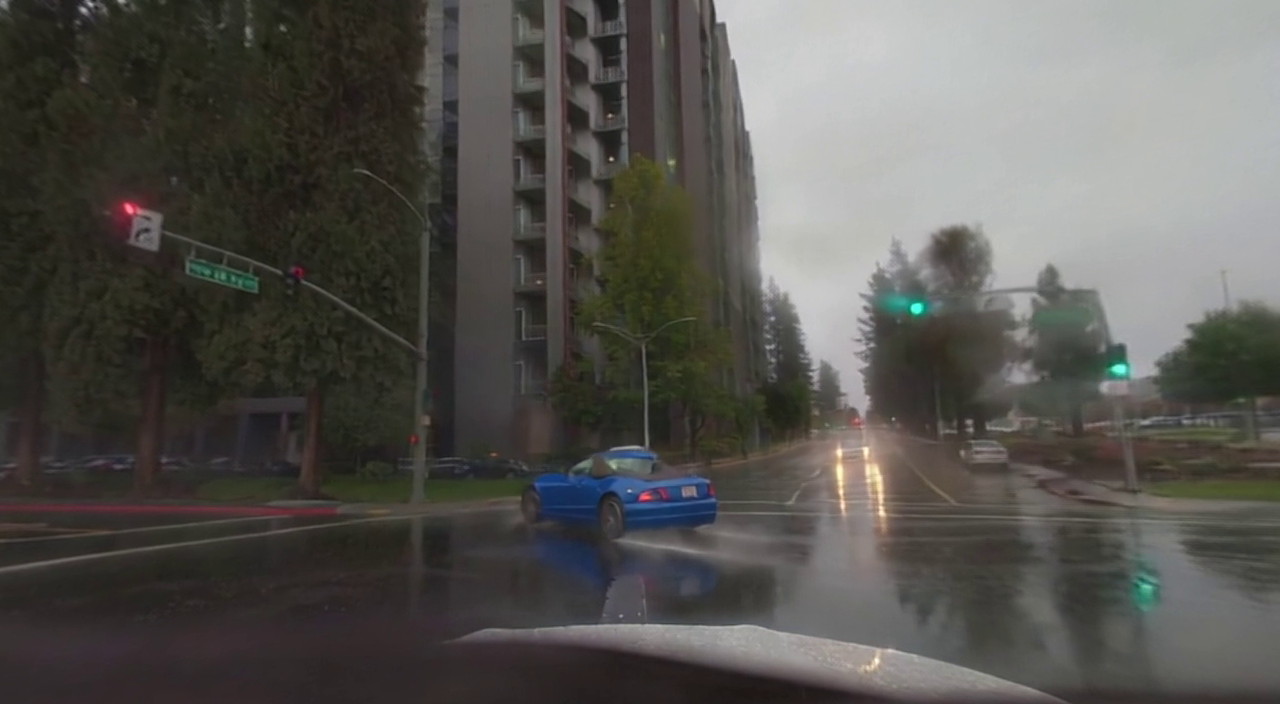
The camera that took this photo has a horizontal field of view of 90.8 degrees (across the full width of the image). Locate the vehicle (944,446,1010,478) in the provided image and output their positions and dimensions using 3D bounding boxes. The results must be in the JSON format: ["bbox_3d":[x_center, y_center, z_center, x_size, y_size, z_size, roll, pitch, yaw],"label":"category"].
[{"bbox_3d":[16.640,5.429,31.393,1.983,1.453,4.180,-3,-9,16],"label":"vehicle"}]

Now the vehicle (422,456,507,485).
[{"bbox_3d":[-9.747,6.542,35.145,4.207,1.508,1.875,-3,-9,20],"label":"vehicle"}]

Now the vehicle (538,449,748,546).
[{"bbox_3d":[-0.119,2.687,12.433,1.903,1.529,4.254,7,-11,-37],"label":"vehicle"}]

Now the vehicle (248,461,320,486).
[{"bbox_3d":[-23.116,7.890,41.161,1.709,1.410,3.945,-3,-9,16],"label":"vehicle"}]

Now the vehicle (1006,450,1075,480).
[{"bbox_3d":[19.505,5.494,30.927,1.889,1.358,3.751,-3,-9,18],"label":"vehicle"}]

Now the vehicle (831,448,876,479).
[{"bbox_3d":[11.178,5.826,33.320,2.024,1.489,4.613,-3,-9,17],"label":"vehicle"}]

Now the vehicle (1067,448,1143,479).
[{"bbox_3d":[21.787,5.218,29.736,1.692,1.343,3.352,-2,-9,15],"label":"vehicle"}]

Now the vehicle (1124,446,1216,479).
[{"bbox_3d":[24.341,5.065,29.193,2.006,1.371,3.426,-3,-9,17],"label":"vehicle"}]

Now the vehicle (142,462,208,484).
[{"bbox_3d":[-32.535,8.433,44.278,1.627,1.392,3.330,-3,-9,16],"label":"vehicle"}]

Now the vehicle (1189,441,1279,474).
[{"bbox_3d":[26.884,4.767,28.637,1.704,1.365,3.315,-3,-9,18],"label":"vehicle"}]
